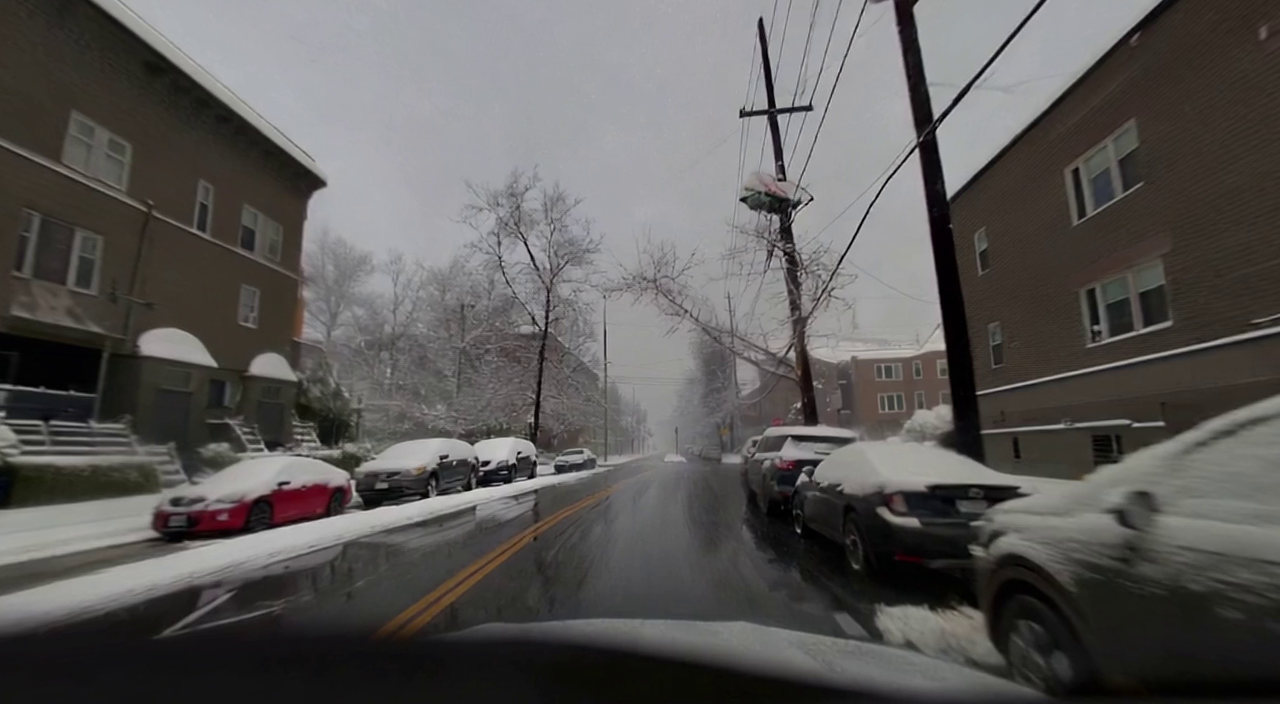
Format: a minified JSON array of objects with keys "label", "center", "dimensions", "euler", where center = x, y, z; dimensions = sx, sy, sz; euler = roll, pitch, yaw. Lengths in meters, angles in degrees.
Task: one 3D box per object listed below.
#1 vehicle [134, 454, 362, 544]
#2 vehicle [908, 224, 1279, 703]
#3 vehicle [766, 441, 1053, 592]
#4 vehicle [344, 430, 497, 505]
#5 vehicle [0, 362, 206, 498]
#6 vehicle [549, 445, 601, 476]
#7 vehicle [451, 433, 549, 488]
[{"label":"vehicle","center":[-7.359,2.755,12.471],"dimensions":[1.823,1.407,4.125],"euler":[0,-9,1]},{"label":"vehicle","center":[3.108,0.545,1.361],"dimensions":[2.233,2.035,6.097],"euler":[0,-9,-2]},{"label":"vehicle","center":[3.069,1.939,8.419],"dimensions":[1.875,1.441,4.445],"euler":[0,-9,0]},{"label":"vehicle","center":[-6.178,3.345,18.747],"dimensions":[2.270,1.881,5.412],"euler":[-1,-9,4]},{"label":"vehicle","center":[-13.590,1.866,14.475],"dimensions":[2.990,2.566,5.898],"euler":[-3,-8,2]},{"label":"vehicle","center":[-3.640,6.183,36.297],"dimensions":[1.922,1.505,4.502],"euler":[-5,-9,7]},{"label":"vehicle","center":[-5.327,4.230,24.982],"dimensions":[2.158,1.929,5.184],"euler":[-1,-9,7]}]
